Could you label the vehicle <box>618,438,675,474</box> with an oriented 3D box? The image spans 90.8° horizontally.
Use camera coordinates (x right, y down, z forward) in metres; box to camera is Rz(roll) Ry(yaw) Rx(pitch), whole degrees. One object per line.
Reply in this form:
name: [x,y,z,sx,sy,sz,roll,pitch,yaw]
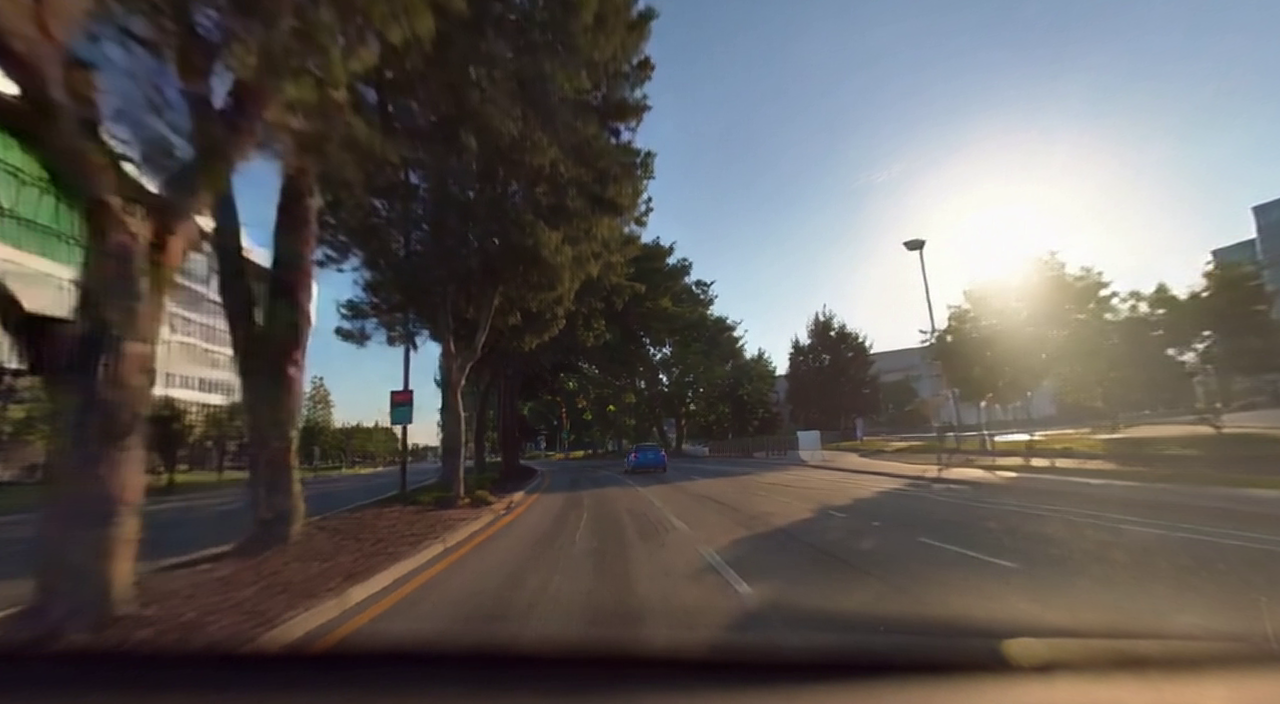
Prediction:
vehicle: [0.246,5.296,32.434,2.165,1.633,4.381,0,-8,-10]
